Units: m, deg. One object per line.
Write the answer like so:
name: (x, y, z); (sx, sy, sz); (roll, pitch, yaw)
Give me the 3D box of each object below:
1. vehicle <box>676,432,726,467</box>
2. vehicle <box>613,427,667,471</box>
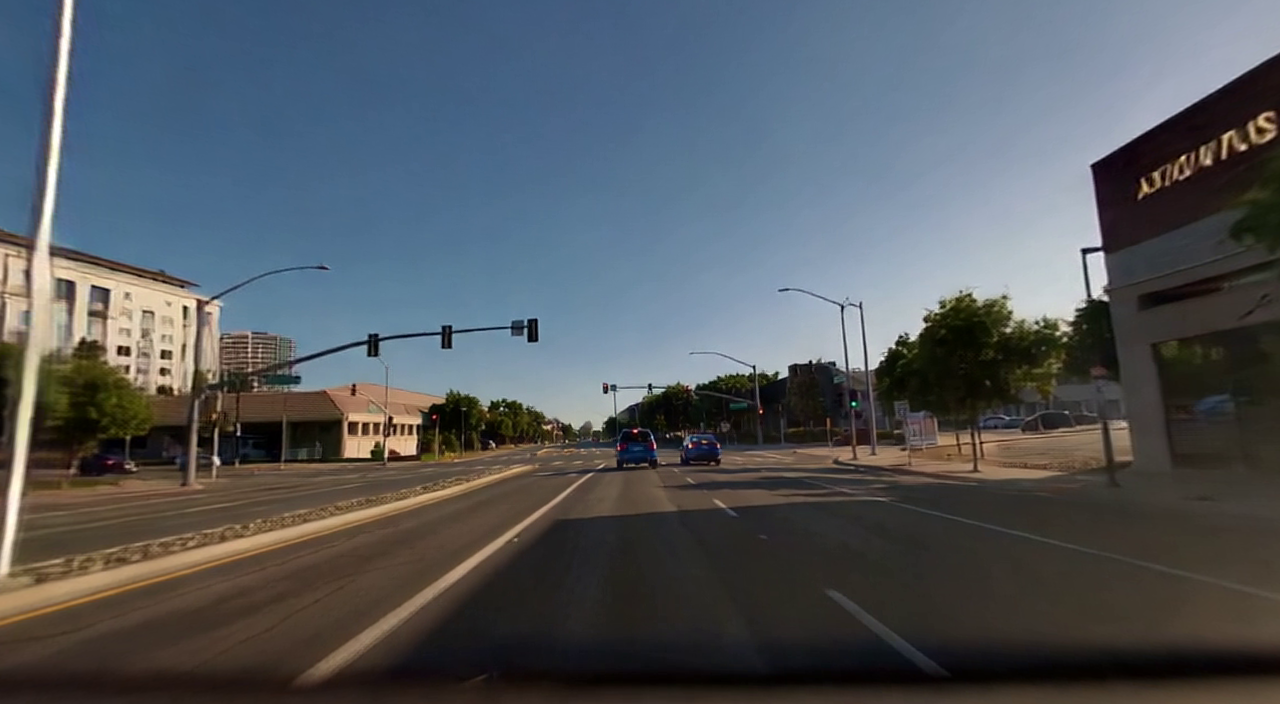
vehicle: (3.222, 5.228, 34.074); (2.107, 1.736, 4.228); (0, -8, -2)
vehicle: (-0.098, 4.714, 30.845); (2.413, 1.939, 4.716); (0, -8, -2)
